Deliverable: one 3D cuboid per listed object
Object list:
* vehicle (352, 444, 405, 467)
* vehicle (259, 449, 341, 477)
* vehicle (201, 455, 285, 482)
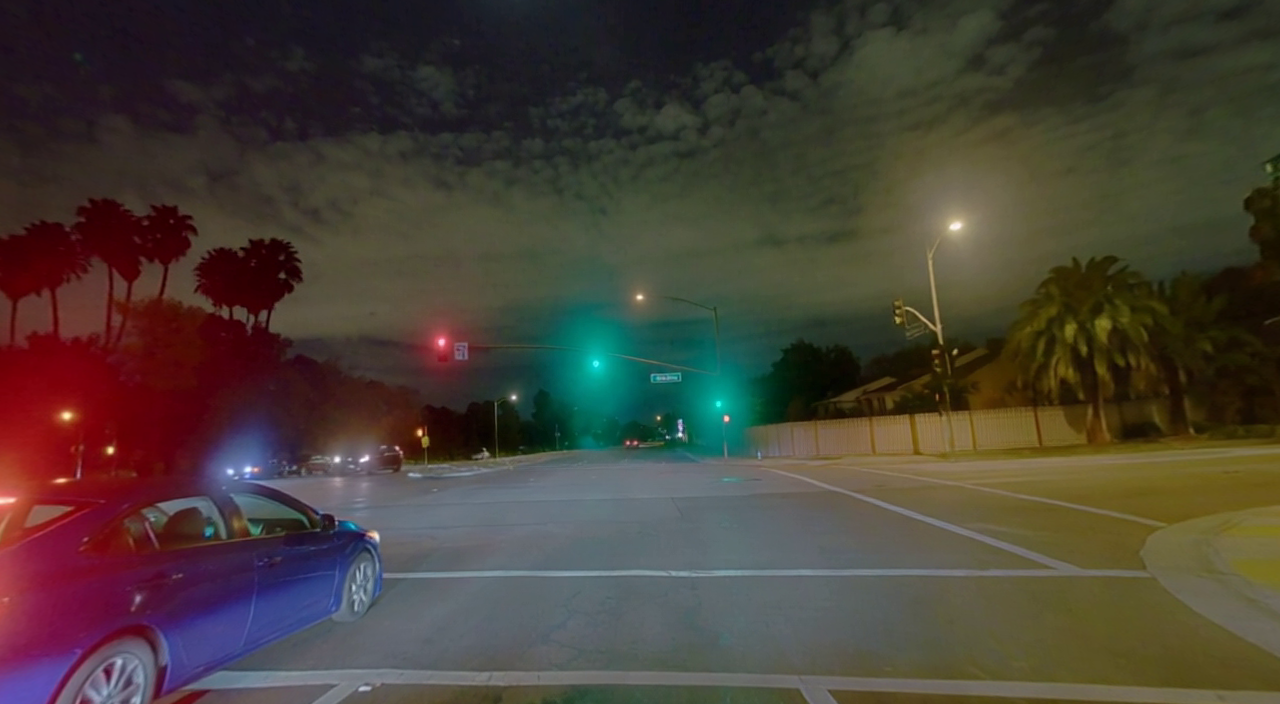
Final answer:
[{"bbox_3d":[-19.870,7.910,48.266,1.929,1.644,4.763,0,-9,0],"label":"vehicle"},{"bbox_3d":[-20.038,6.524,37.517,2.084,1.528,4.778,0,-9,1],"label":"vehicle"},{"bbox_3d":[-24.116,7.069,38.591,2.019,1.427,4.630,0,-9,2],"label":"vehicle"}]
